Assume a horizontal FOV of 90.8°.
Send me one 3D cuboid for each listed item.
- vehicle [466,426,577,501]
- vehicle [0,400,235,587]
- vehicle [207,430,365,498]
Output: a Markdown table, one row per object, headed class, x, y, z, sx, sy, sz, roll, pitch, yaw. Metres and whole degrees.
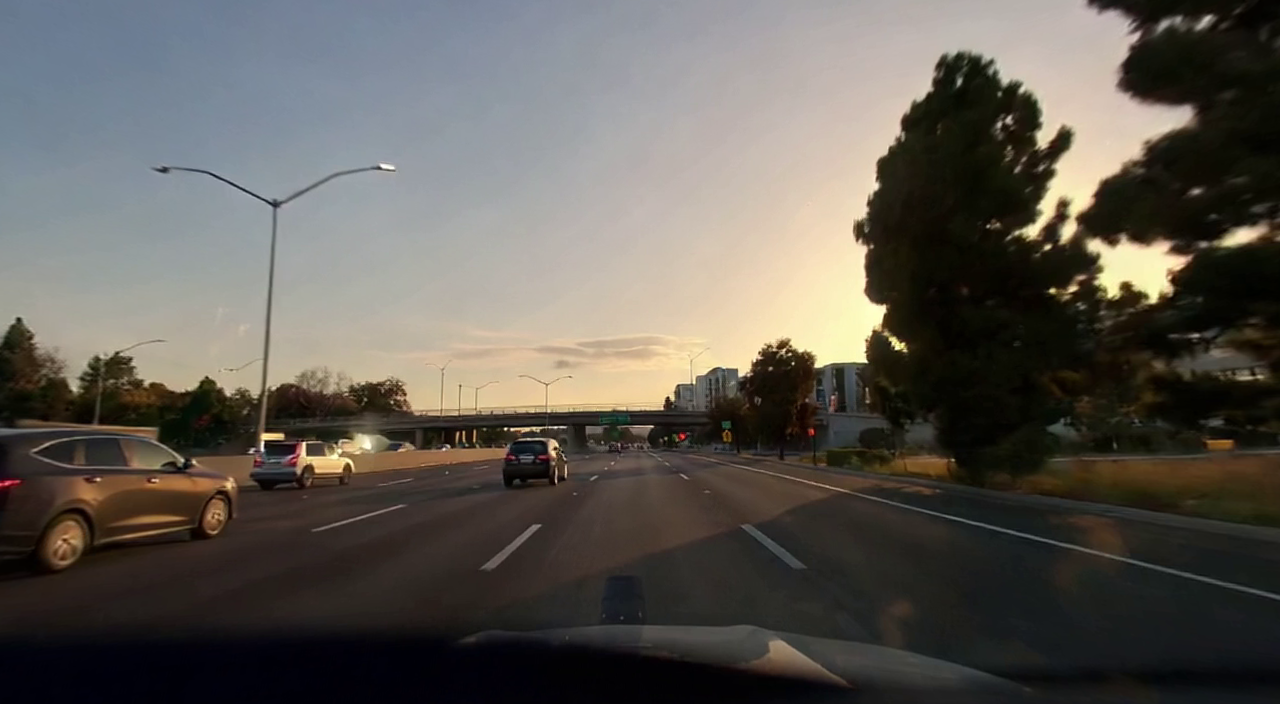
| class | x | y | z | sx | sy | sz | roll | pitch | yaw |
| --- | --- | --- | --- | --- | --- | --- | --- | --- | --- |
| vehicle | -2.931 | 2.879 | 16.686 | 2.027 | 1.697 | 4.307 | 0 | -8 | 1 |
| vehicle | -7.092 | 1.493 | 6.990 | 2.015 | 1.762 | 4.790 | 0 | -8 | 0 |
| vehicle | -10.391 | 3.313 | 19.095 | 1.969 | 1.759 | 4.758 | 0 | -8 | 0 |
